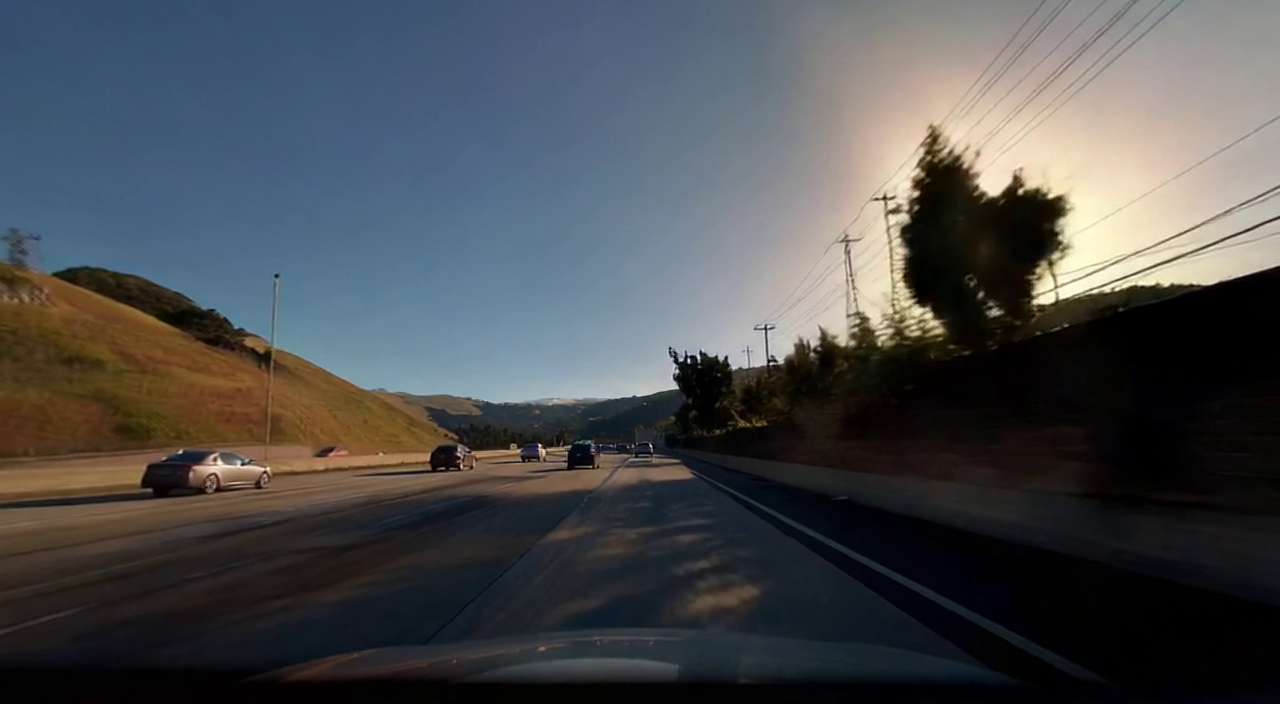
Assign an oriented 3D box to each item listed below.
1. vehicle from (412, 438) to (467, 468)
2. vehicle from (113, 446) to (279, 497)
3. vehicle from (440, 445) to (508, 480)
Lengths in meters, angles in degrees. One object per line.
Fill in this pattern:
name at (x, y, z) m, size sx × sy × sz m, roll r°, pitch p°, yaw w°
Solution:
vehicle at (-14.226, 7.191, 45.057) m, size 2.172 × 1.946 × 5.017 m, roll 0°, pitch -9°, yaw 1°
vehicle at (-14.374, 3.869, 20.872) m, size 1.885 × 1.474 × 4.849 m, roll 0°, pitch -9°, yaw 1°
vehicle at (-7.420, 4.970, 28.605) m, size 1.899 × 1.472 × 4.202 m, roll 0°, pitch -9°, yaw 1°
